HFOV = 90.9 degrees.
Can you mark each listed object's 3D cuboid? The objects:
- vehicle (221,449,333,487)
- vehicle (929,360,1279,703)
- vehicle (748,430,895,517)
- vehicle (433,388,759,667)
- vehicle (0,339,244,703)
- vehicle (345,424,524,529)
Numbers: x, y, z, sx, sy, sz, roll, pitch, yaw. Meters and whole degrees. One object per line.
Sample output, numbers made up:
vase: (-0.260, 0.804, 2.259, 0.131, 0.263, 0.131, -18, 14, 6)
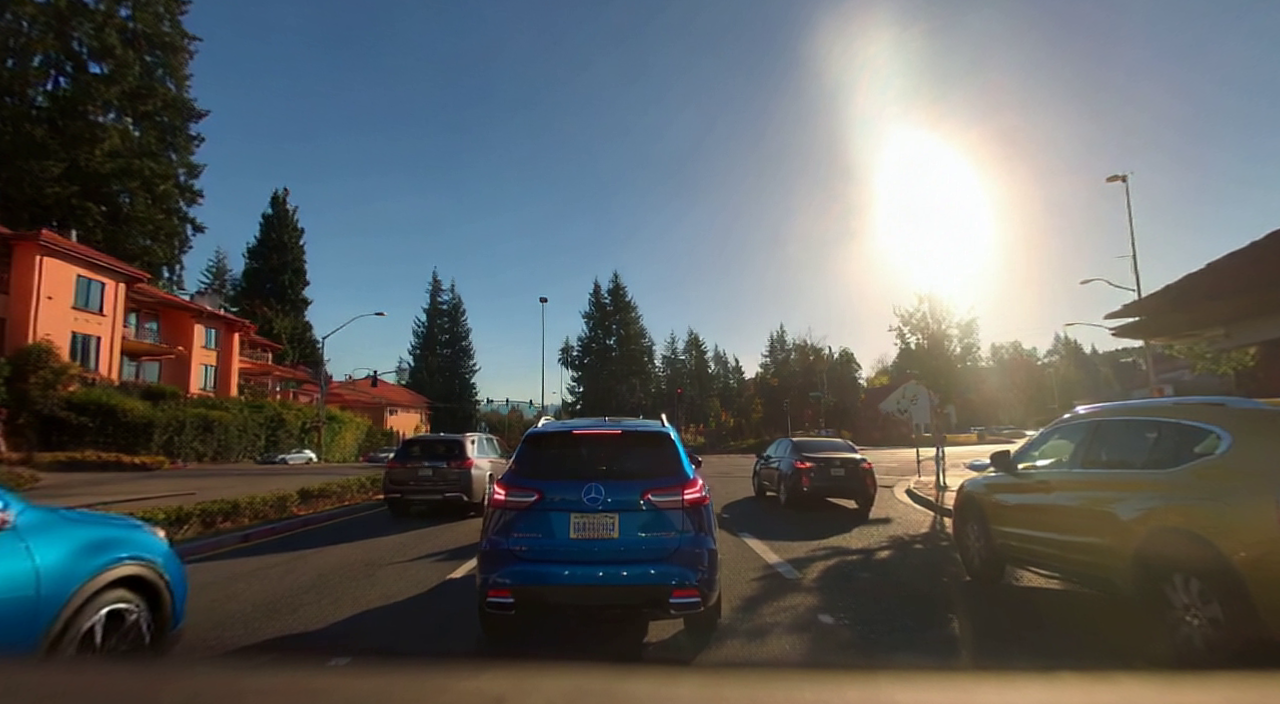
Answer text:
vehicle: (-15.626, 4.998, 27.496, 1.989, 1.461, 4.615, 0, -8, 2)
vehicle: (4.157, 1.192, 4.802, 2.014, 1.740, 4.515, -1, -8, 4)
vehicle: (3.625, 2.495, 13.397, 1.847, 1.554, 3.885, 0, -8, -2)
vehicle: (-0.178, 1.382, 6.026, 2.022, 1.700, 4.084, 0, -8, 3)
vehicle: (-3.468, 0.697, 1.514, 2.047, 1.741, 4.470, 0, -8, 1)
vehicle: (-3.761, 2.359, 12.513, 2.012, 1.701, 4.316, 0, -8, 1)
